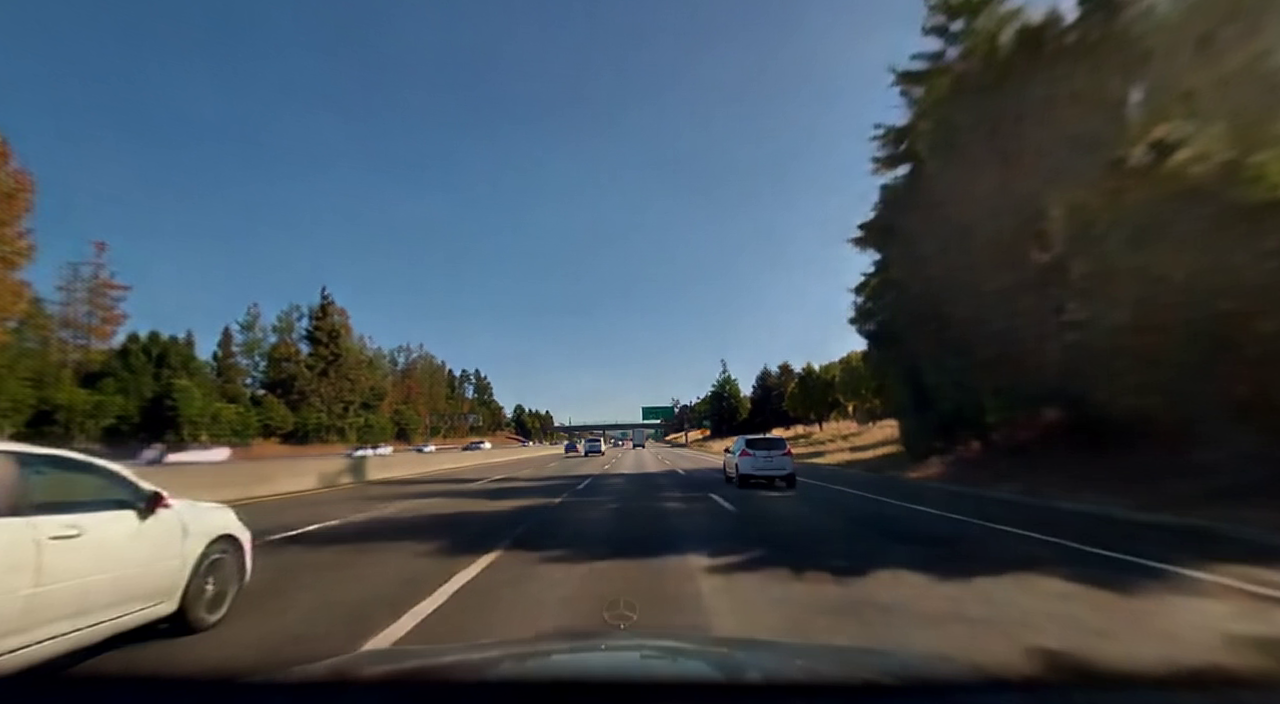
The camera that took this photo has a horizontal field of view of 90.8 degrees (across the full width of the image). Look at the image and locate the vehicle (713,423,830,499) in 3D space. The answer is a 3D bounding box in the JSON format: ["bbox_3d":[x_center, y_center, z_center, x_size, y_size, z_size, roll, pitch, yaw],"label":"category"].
[{"bbox_3d":[3.225,2.779,16.396,2.053,1.714,4.097,0,-9,-1],"label":"vehicle"}]

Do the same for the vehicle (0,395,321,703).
[{"bbox_3d":[-3.998,1.050,3.265,2.118,1.573,4.940,0,-9,0],"label":"vehicle"}]
